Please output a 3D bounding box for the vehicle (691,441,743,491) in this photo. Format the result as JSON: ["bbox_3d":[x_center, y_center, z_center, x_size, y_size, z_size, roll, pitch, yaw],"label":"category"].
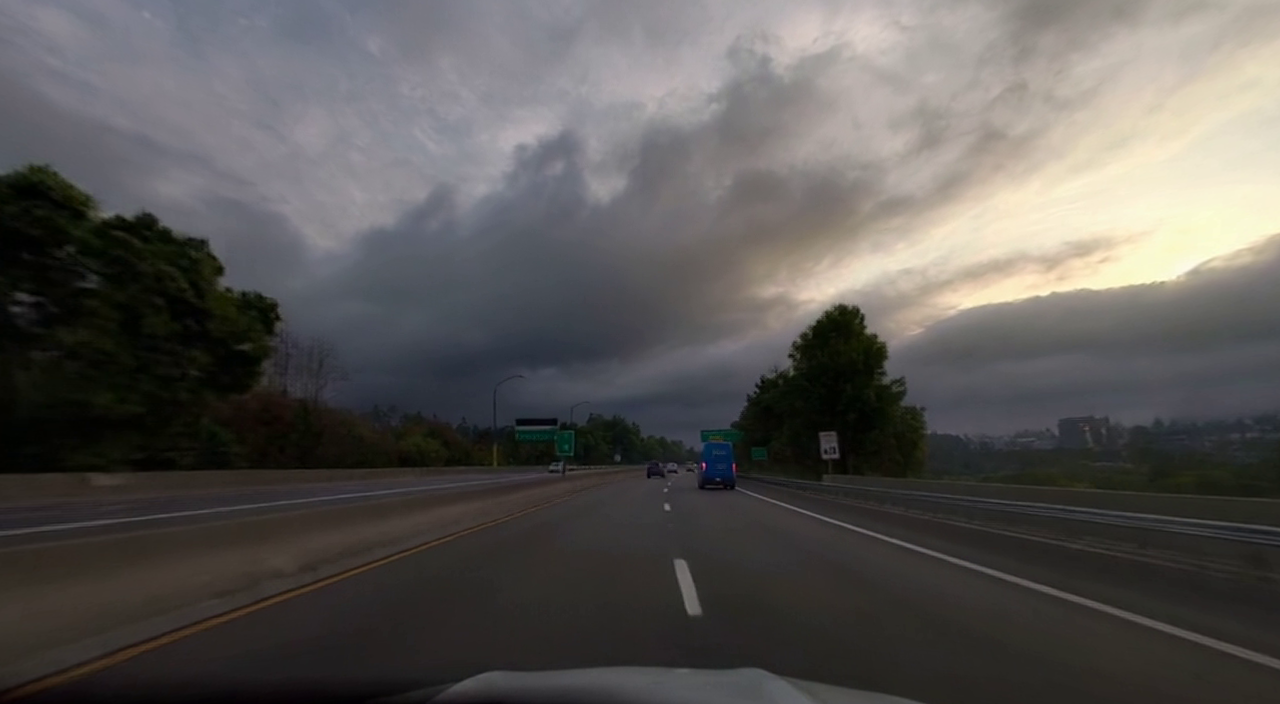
[{"bbox_3d":[4.278,6.571,36.180,2.366,2.595,5.793,0,-11,1],"label":"vehicle"}]
